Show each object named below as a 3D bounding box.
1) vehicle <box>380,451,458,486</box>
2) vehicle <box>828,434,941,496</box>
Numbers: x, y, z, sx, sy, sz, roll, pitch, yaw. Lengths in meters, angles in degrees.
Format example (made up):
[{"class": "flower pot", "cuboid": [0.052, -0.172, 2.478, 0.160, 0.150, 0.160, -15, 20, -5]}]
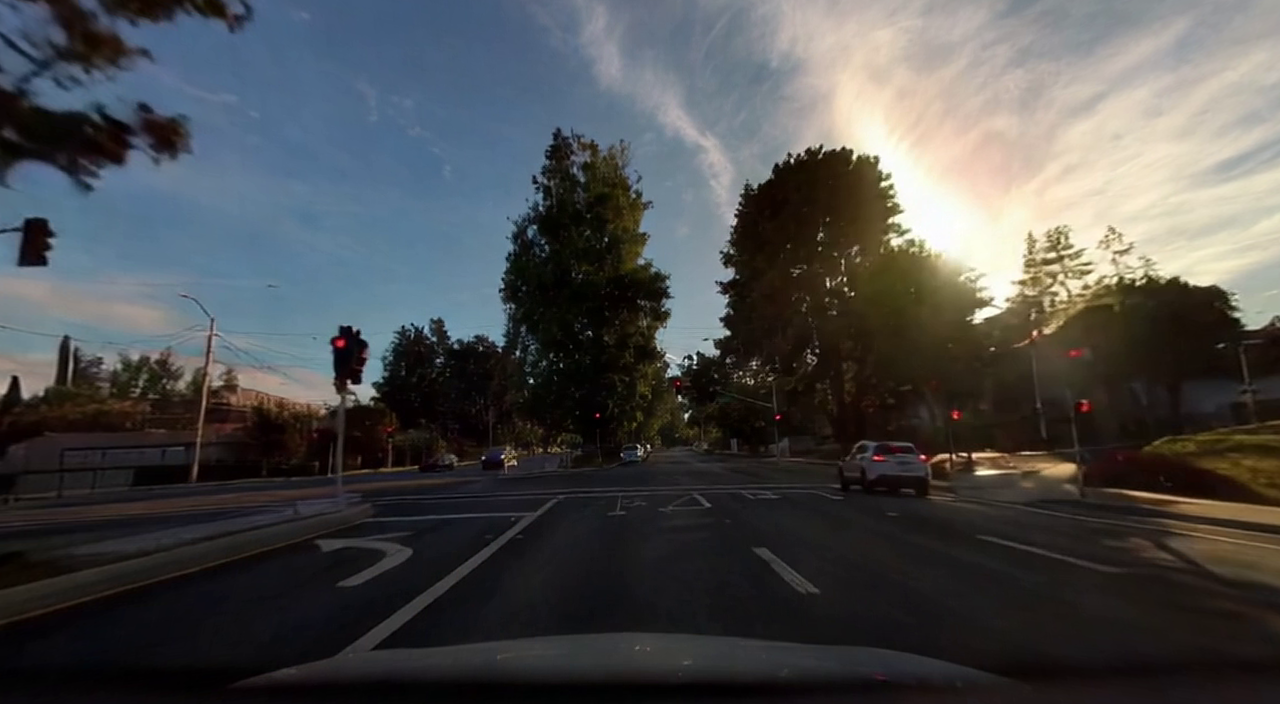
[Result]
[{"class": "vehicle", "cuboid": [-11.626, 6.042, 33.055, 2.065, 1.477, 4.519, 0, -7, -44]}, {"class": "vehicle", "cuboid": [7.438, 3.466, 19.767, 2.011, 1.710, 4.357, -1, -9, 3]}]
